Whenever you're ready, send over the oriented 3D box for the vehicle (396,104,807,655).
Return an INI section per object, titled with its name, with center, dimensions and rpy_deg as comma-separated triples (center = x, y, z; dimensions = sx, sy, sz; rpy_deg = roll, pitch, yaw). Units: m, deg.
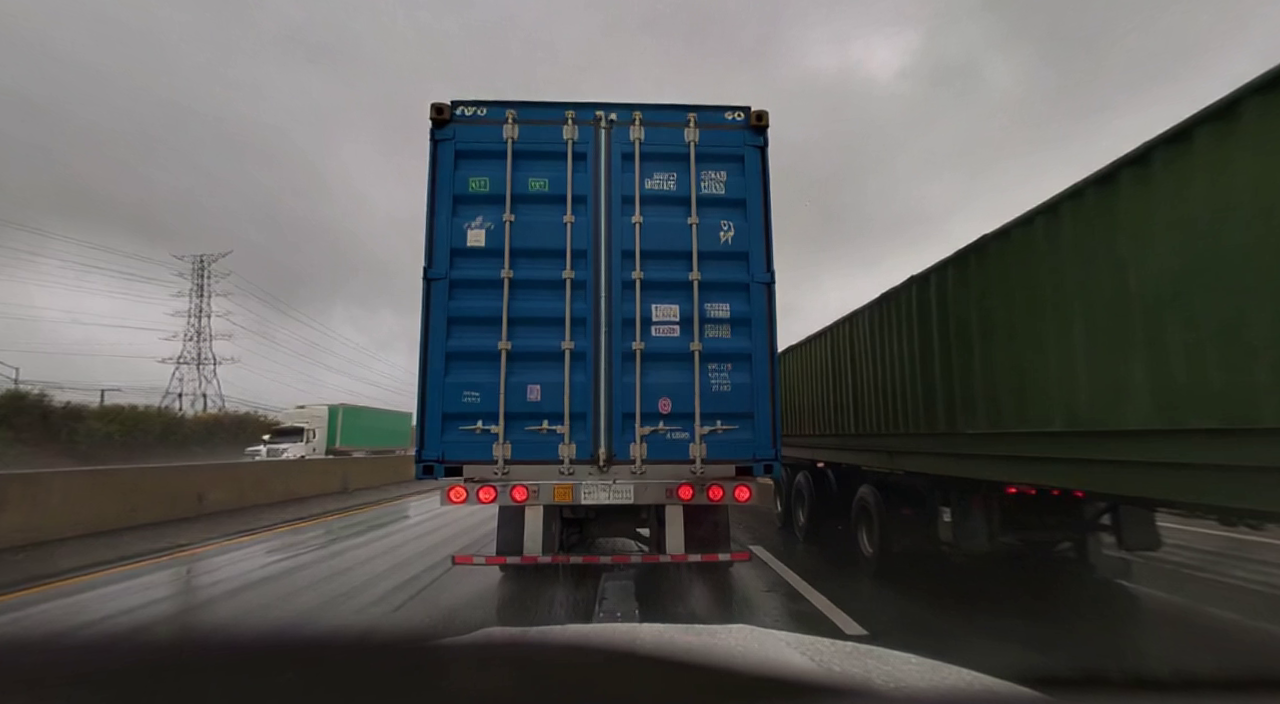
[vehicle]
center = -0.284, 0.959, 10.630
dimensions = 2.841, 4.071, 12.046
rpy_deg = 0, -8, 0
